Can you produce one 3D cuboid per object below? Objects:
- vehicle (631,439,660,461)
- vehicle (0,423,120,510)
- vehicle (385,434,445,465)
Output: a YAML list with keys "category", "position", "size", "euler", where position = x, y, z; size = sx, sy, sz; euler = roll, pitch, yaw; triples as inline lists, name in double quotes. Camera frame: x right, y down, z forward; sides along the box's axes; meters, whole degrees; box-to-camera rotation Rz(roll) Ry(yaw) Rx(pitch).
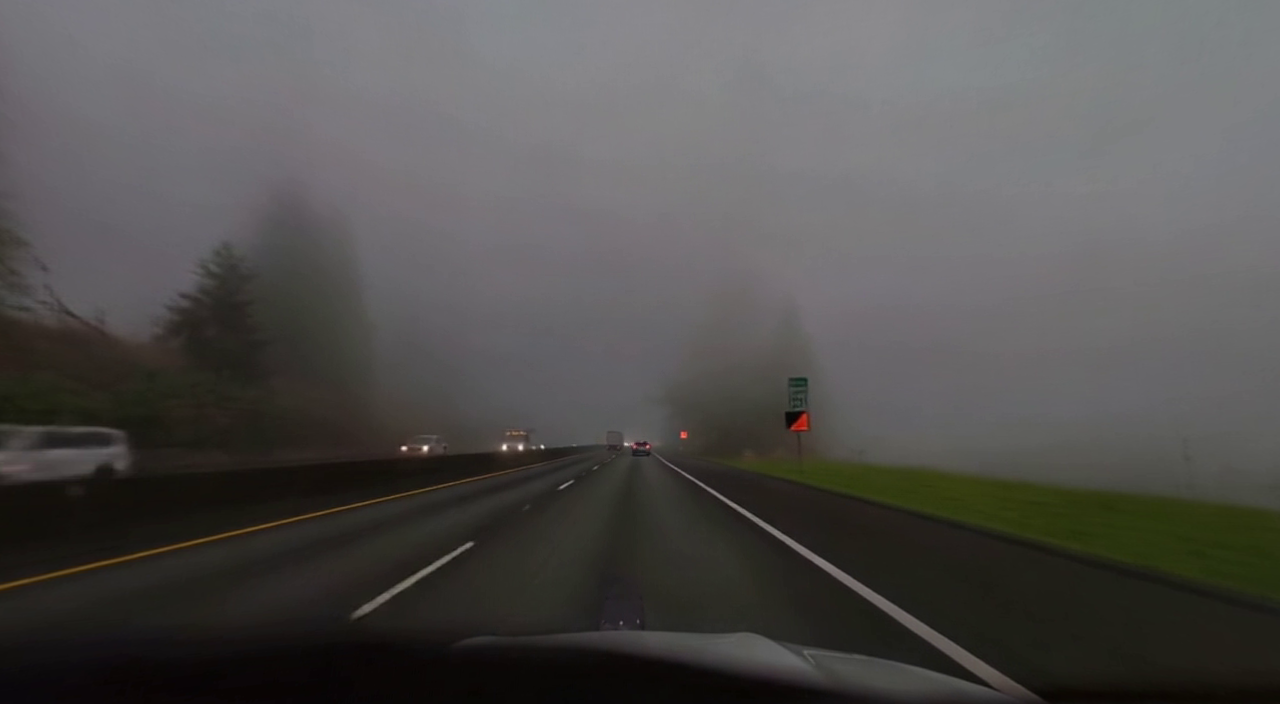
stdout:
- category: "vehicle"
  position: [0.370, 7.098, 45.817]
  size: [2.030, 1.523, 4.114]
  euler: [0, -8, 0]
- category: "vehicle"
  position: [-14.786, 2.539, 14.056]
  size: [2.040, 1.854, 4.987]
  euler: [0, -8, 0]
- category: "vehicle"
  position: [-15.092, 6.572, 42.502]
  size: [2.067, 1.948, 5.164]
  euler: [0, -8, 1]
